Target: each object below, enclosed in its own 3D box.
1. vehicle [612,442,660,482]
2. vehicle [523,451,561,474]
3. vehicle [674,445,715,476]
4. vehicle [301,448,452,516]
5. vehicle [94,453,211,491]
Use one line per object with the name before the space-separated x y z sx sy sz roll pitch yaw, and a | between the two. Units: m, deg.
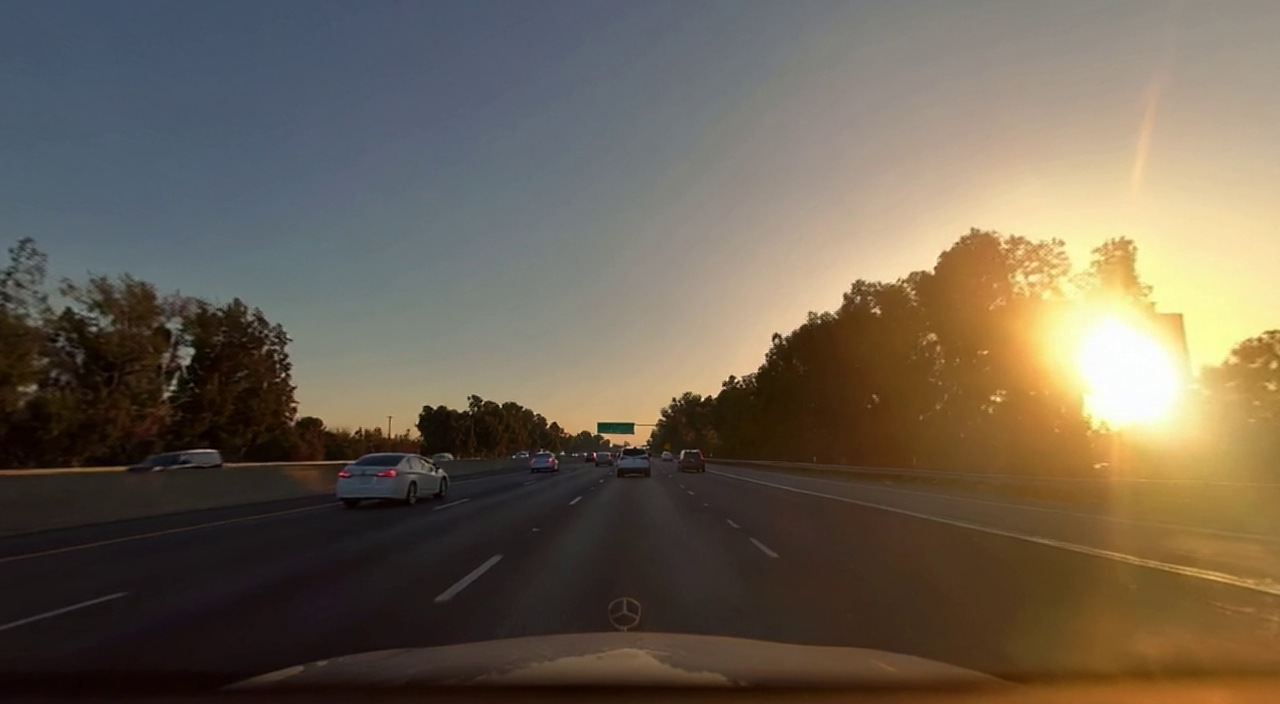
vehicle | -0.198 5.242 30.403 2.127 1.749 4.776 0 -9 0
vehicle | -6.750 7.635 43.795 1.892 1.468 4.792 0 -9 0
vehicle | 3.210 6.464 37.769 1.925 1.716 4.378 0 -9 -2
vehicle | -6.655 3.300 16.592 1.918 1.509 4.736 0 -9 0
vehicle | -22.567 5.552 29.417 2.001 1.575 4.266 0 -9 0
